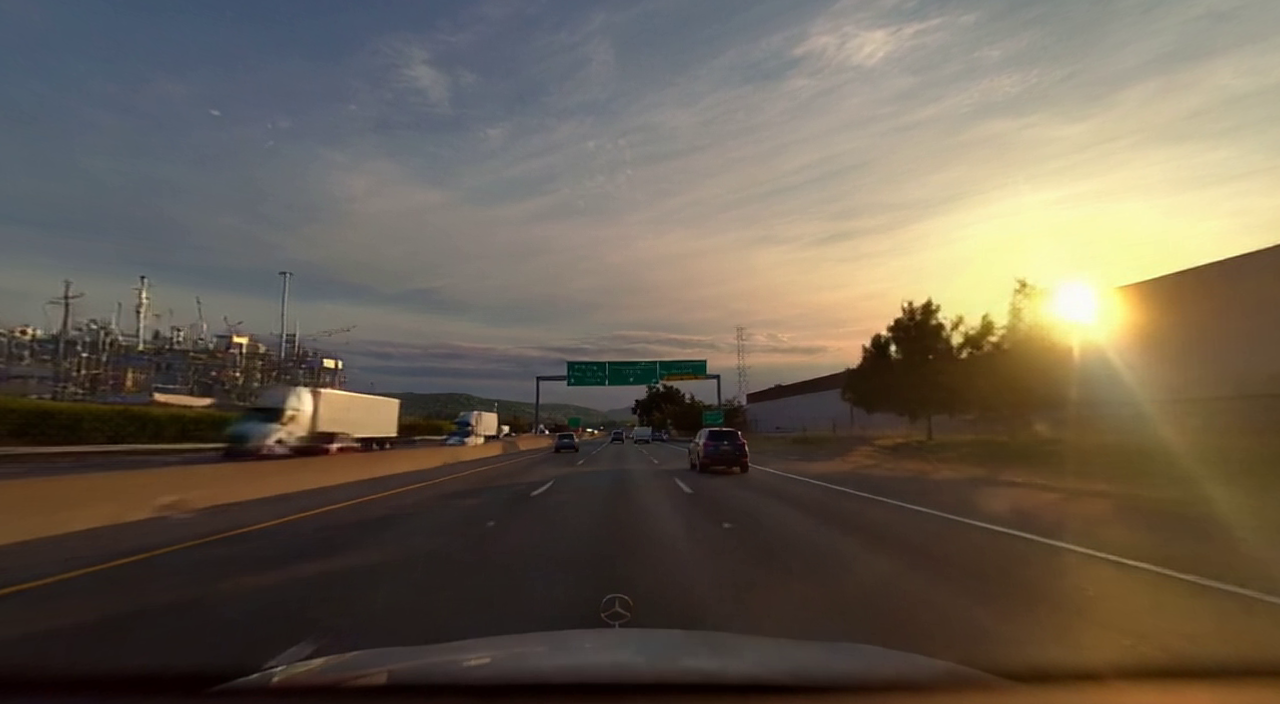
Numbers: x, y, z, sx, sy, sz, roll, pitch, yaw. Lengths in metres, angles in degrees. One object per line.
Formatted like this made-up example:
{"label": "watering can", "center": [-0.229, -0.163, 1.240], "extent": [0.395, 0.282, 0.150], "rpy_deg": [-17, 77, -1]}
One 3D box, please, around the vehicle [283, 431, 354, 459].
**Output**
{"label": "vehicle", "center": [-17.312, 5.005, 34.119], "extent": [1.885, 1.441, 3.879], "rpy_deg": [0, -8, -1]}

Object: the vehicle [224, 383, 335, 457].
{"label": "vehicle", "center": [-21.023, 4.099, 37.221], "extent": [3.007, 3.981, 5.933], "rpy_deg": [0, -8, -2]}

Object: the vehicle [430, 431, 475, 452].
{"label": "vehicle", "center": [-14.053, 6.725, 47.527], "extent": [2.037, 1.495, 4.668], "rpy_deg": [0, -8, -1]}

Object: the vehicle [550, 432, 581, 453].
{"label": "vehicle", "center": [-5.657, 6.935, 48.458], "extent": [1.996, 1.518, 4.229], "rpy_deg": [0, -8, -2]}

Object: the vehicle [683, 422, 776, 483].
{"label": "vehicle", "center": [2.582, 3.014, 19.218], "extent": [2.022, 1.637, 4.229], "rpy_deg": [0, -8, -3]}
